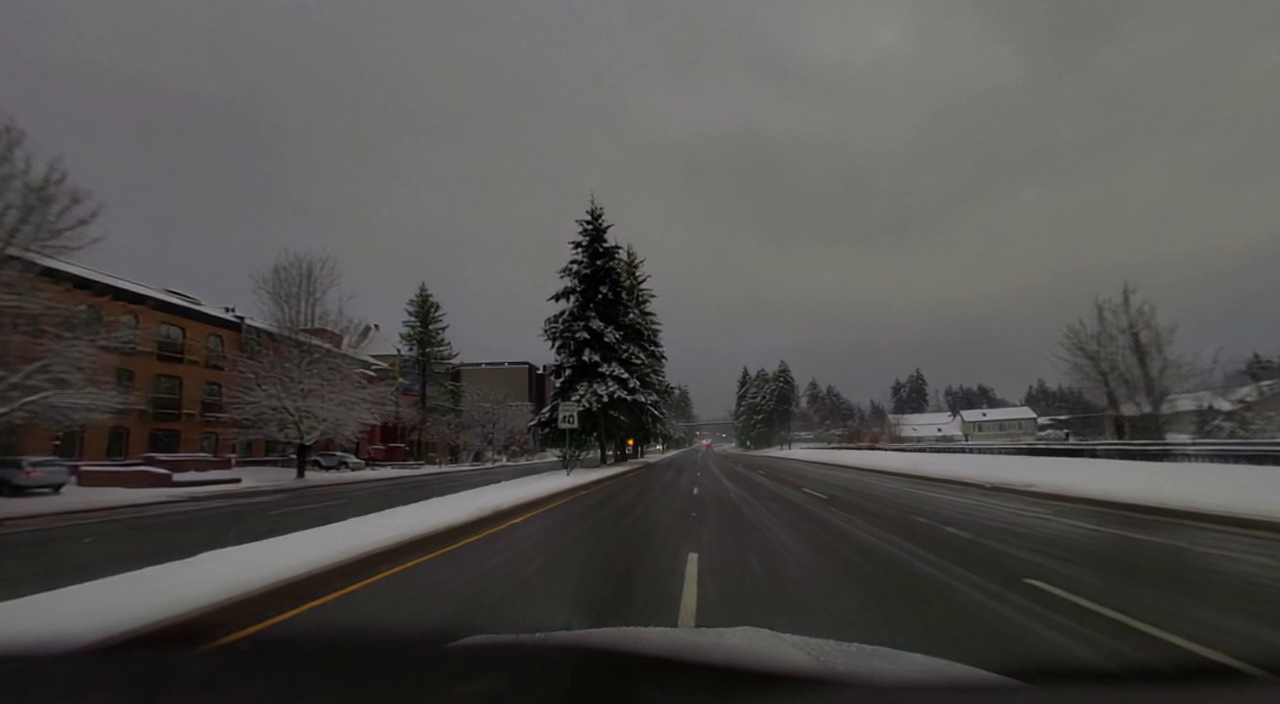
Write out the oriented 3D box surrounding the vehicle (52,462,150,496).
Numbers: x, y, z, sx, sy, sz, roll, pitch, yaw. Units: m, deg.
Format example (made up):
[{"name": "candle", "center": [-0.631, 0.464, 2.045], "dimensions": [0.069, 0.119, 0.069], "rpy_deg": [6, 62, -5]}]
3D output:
[{"name": "vehicle", "center": [-27.085, 6.378, 31.755], "dimensions": [3.587, 1.424, 1.633], "rpy_deg": [-4, -8, 5]}]
